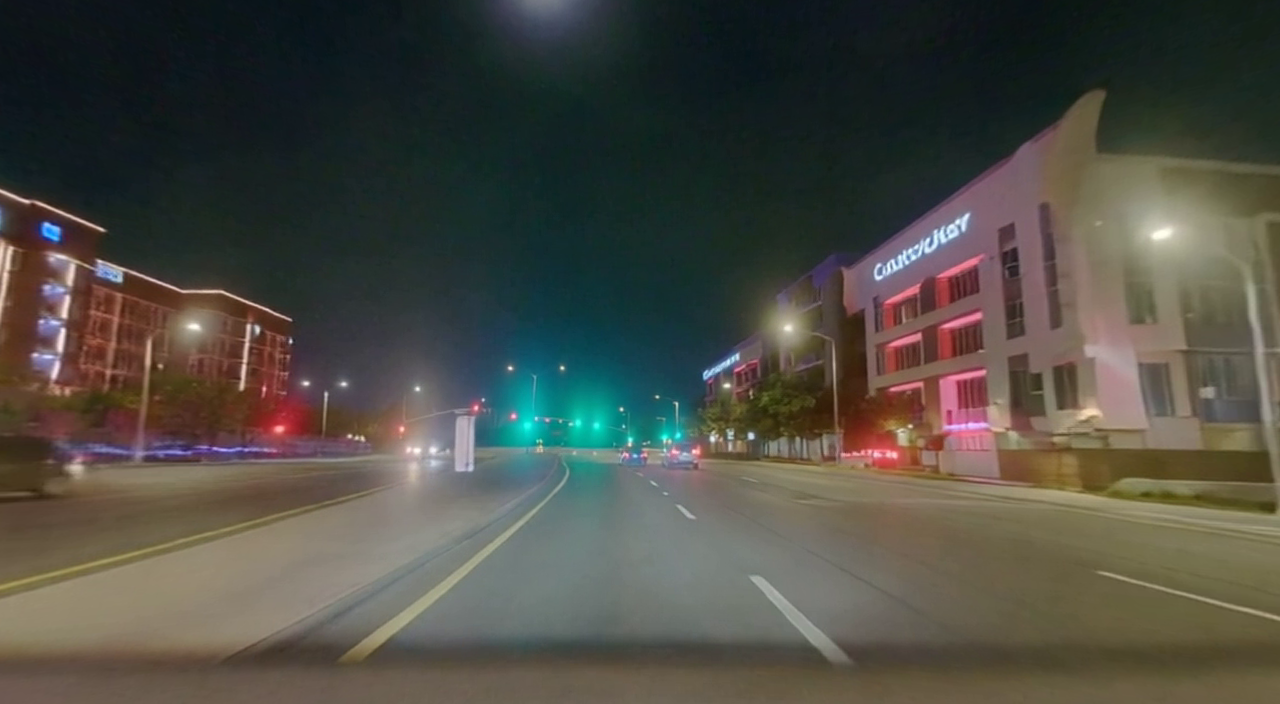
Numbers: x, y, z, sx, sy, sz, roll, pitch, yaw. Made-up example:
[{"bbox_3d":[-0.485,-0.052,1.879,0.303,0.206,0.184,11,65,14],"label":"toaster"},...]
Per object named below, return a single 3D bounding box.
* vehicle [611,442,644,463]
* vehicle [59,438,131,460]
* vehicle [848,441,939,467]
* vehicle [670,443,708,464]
[{"bbox_3d":[-0.979,7.642,48.164,2.020,1.479,4.650,1,-9,-7],"label":"vehicle"},{"bbox_3d":[-42.409,7.578,49.293,1.869,1.599,4.572,1,-9,-6],"label":"vehicle"},{"bbox_3d":[15.229,6.112,38.049,4.648,1.510,1.891,1,-9,-5],"label":"vehicle"},{"bbox_3d":[3.514,7.437,46.267,1.932,1.439,4.159,1,-9,-7],"label":"vehicle"}]
